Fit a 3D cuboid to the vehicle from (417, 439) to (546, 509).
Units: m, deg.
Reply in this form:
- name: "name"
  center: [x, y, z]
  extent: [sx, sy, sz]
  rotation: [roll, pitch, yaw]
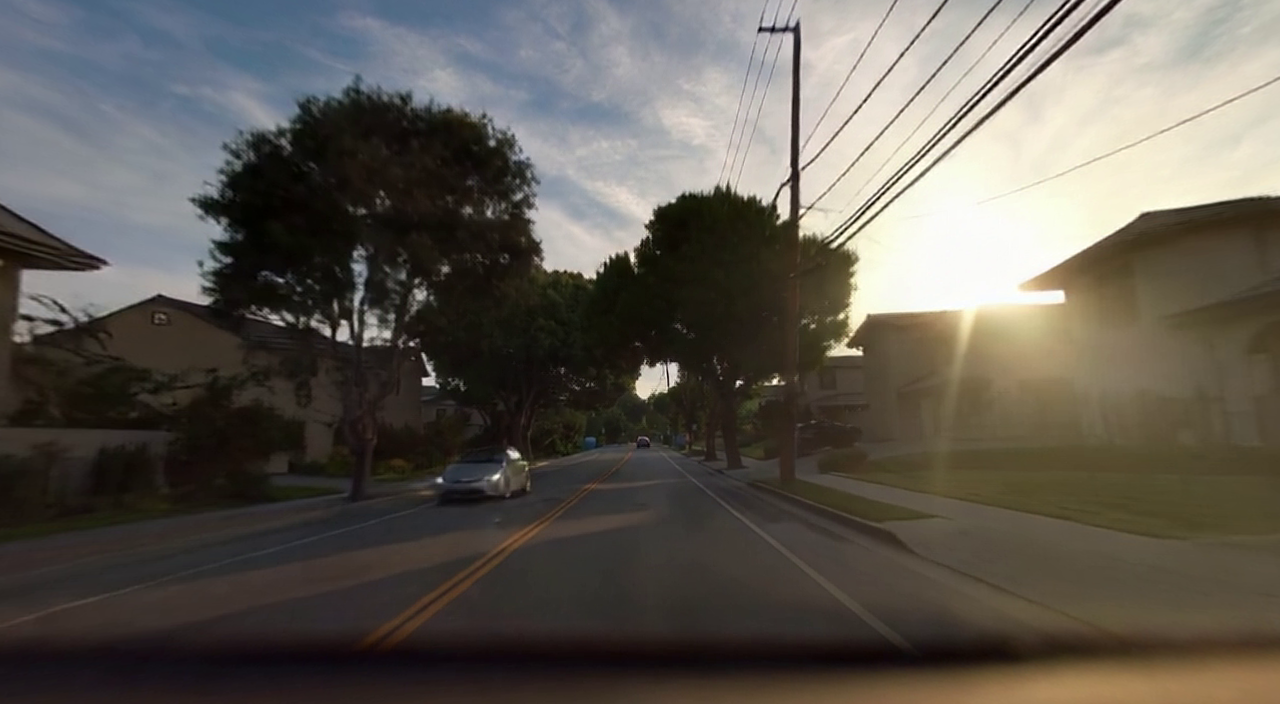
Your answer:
- name: "vehicle"
  center: [-3.747, 2.969, 15.844]
  extent: [2.028, 1.488, 4.392]
  rotation: [-1, -8, 1]

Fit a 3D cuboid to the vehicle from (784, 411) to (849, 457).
- name: "vehicle"
  center: [7.897, 3.772, 28.674]
  extent: [1.878, 1.743, 4.556]
  rotation: [-6, -9, 4]
